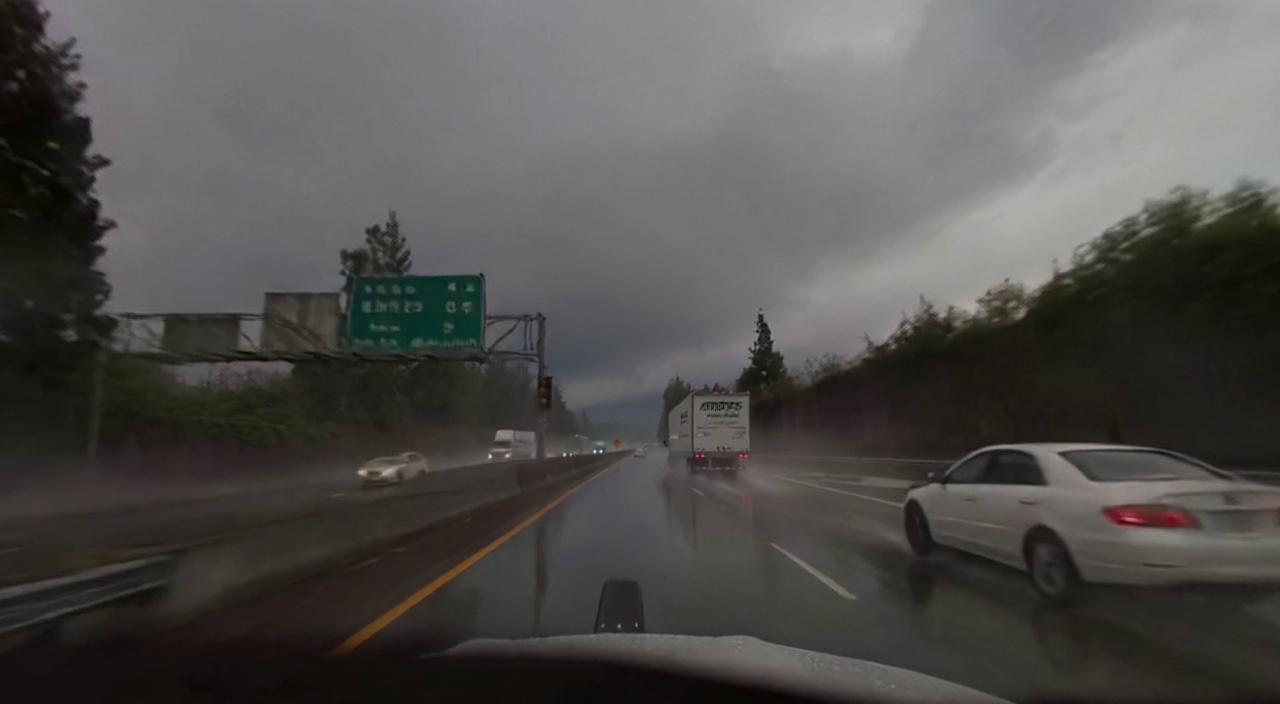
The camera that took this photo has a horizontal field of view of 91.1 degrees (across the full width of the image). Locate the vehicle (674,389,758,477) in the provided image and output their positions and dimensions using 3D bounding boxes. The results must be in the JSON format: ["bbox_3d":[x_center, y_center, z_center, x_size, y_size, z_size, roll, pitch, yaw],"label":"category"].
[{"bbox_3d":[3.926,4.878,36.360,2.926,4.060,14.068,0,-9,-1],"label":"vehicle"}]

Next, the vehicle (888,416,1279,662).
[{"bbox_3d":[4.191,1.460,5.954,1.917,1.471,4.149,0,-9,-1],"label":"vehicle"}]
